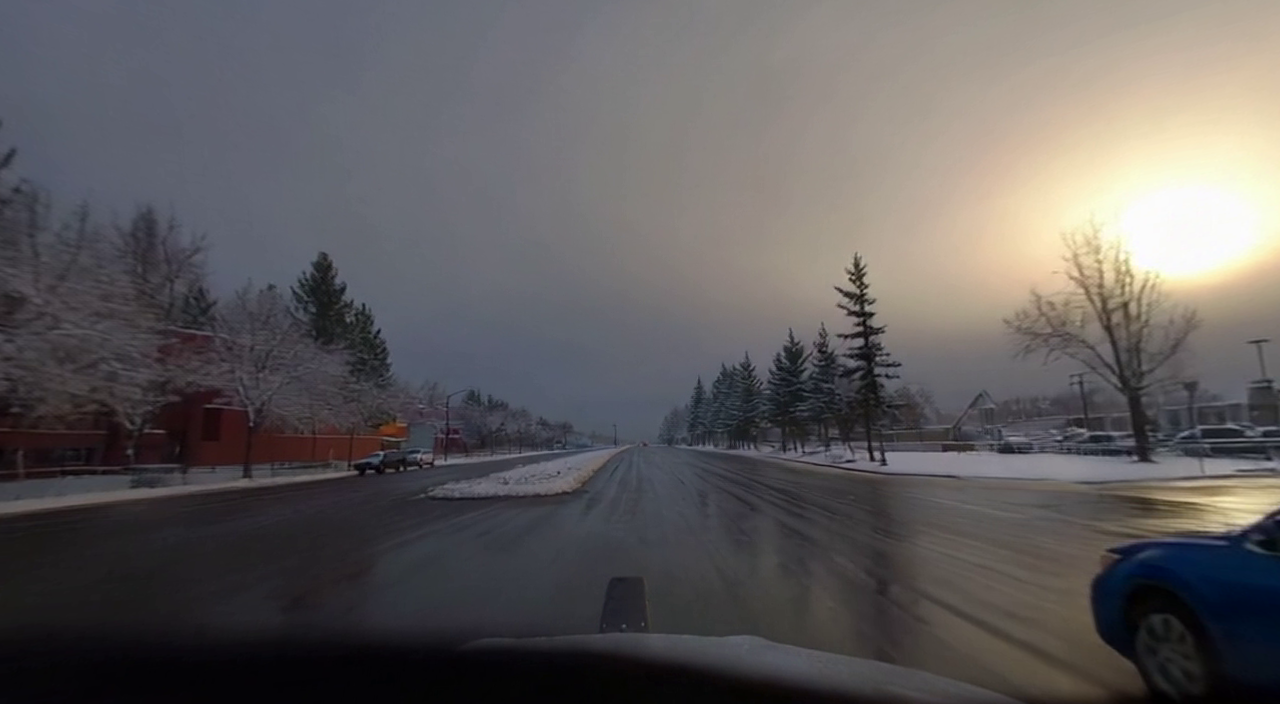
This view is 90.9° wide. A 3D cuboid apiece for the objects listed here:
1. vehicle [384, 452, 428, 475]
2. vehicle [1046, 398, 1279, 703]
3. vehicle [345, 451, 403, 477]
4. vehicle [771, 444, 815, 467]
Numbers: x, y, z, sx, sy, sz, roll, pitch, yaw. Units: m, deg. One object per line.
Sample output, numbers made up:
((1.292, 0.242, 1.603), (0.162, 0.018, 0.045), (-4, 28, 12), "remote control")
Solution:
((-18.193, 8.696, 49.168), (1.828, 1.457, 4.292), (-3, -7, 0), "vehicle")
((3.197, 0.715, 0.988), (2.141, 1.443, 4.499), (0, -8, 0), "vehicle")
((-18.347, 7.716, 43.682), (1.993, 1.686, 4.698), (0, -8, -1), "vehicle")
((10.157, 6.902, 42.158), (1.889, 1.472, 4.304), (0, -8, 0), "vehicle")
